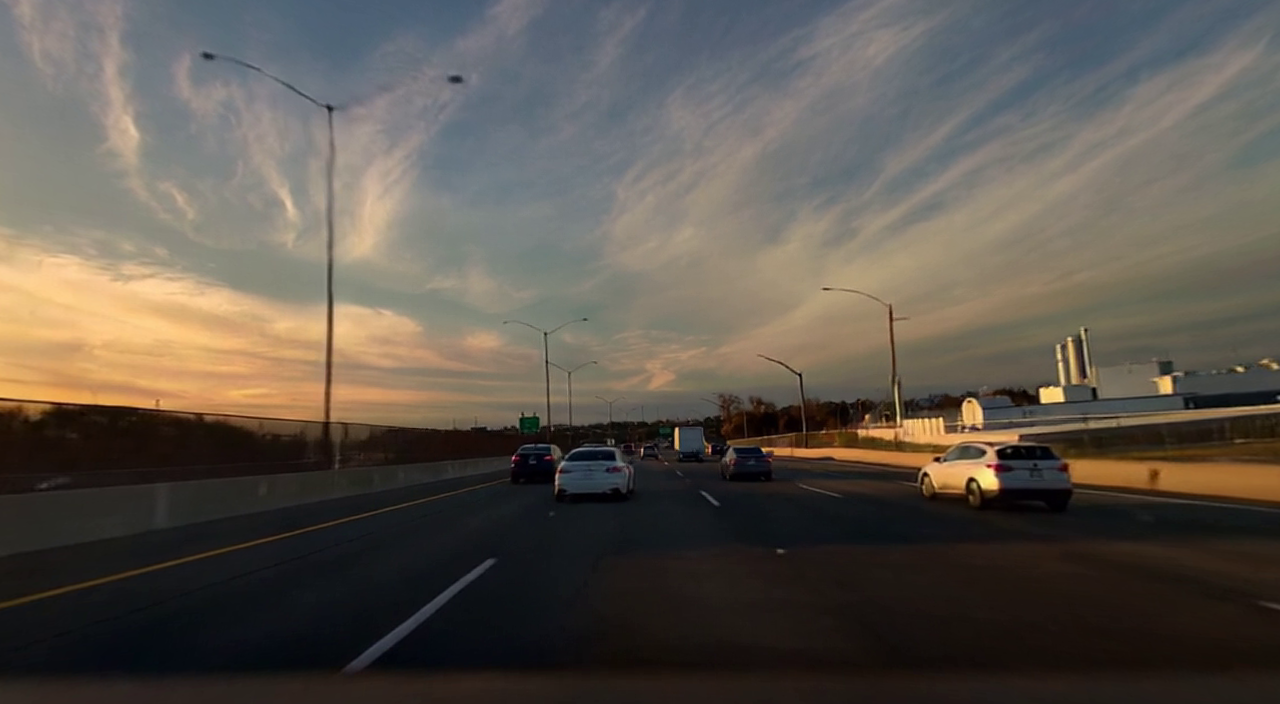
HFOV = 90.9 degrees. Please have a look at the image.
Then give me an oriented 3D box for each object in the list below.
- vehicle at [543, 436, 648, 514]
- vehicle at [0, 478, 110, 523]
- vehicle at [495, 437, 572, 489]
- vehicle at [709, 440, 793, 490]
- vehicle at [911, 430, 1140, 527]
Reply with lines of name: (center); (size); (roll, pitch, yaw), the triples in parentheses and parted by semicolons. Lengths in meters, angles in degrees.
vehicle: (-0.877, 2.845, 15.273); (2.067, 1.555, 4.851); (-1, -8, 2)
vehicle: (-37.735, 9.300, 39.946); (2.658, 2.105, 7.468); (1, -8, -8)
vehicle: (-3.713, 3.945, 22.788); (2.036, 1.669, 4.112); (-1, -8, 1)
vehicle: (3.575, 3.714, 21.176); (1.942, 1.453, 4.329); (0, -8, -1)
vehicle: (7.047, 2.314, 12.135); (1.860, 1.520, 3.961); (0, -8, 0)
